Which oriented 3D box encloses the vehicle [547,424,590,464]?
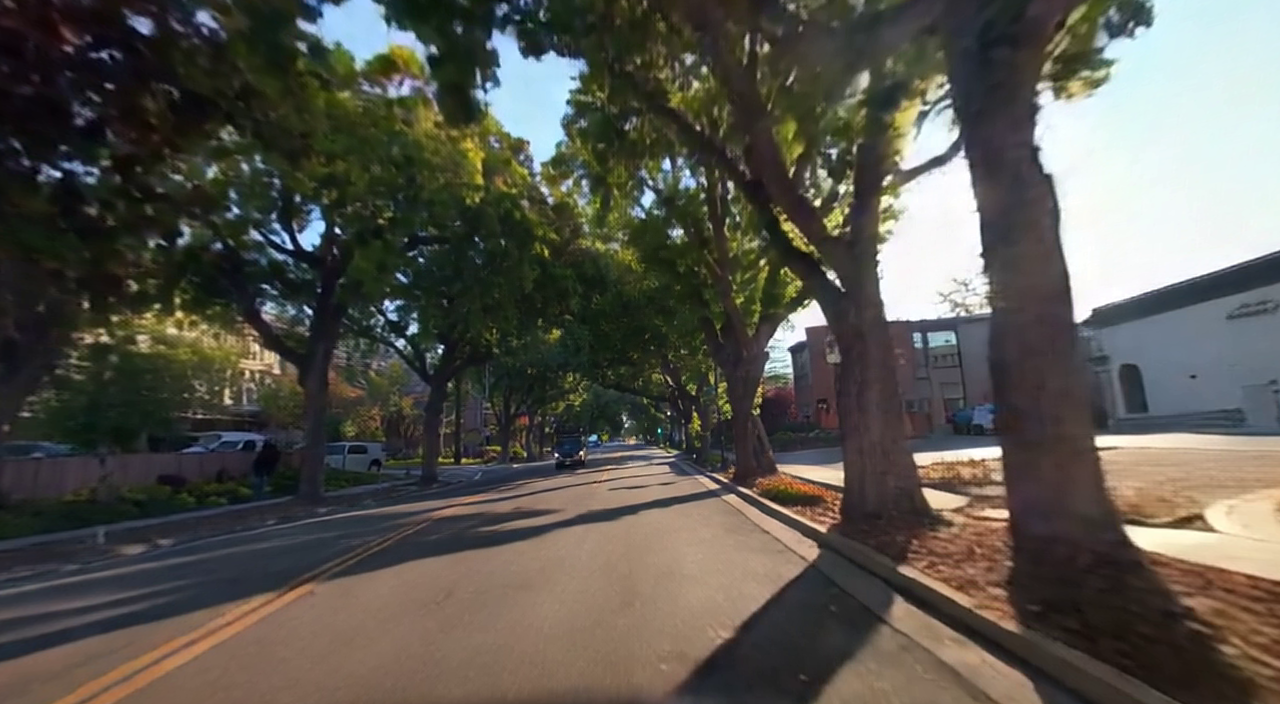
[{"bbox_3d":[-5.242,6.881,47.225,2.303,2.760,5.868,0,-8,2],"label":"vehicle"}]
